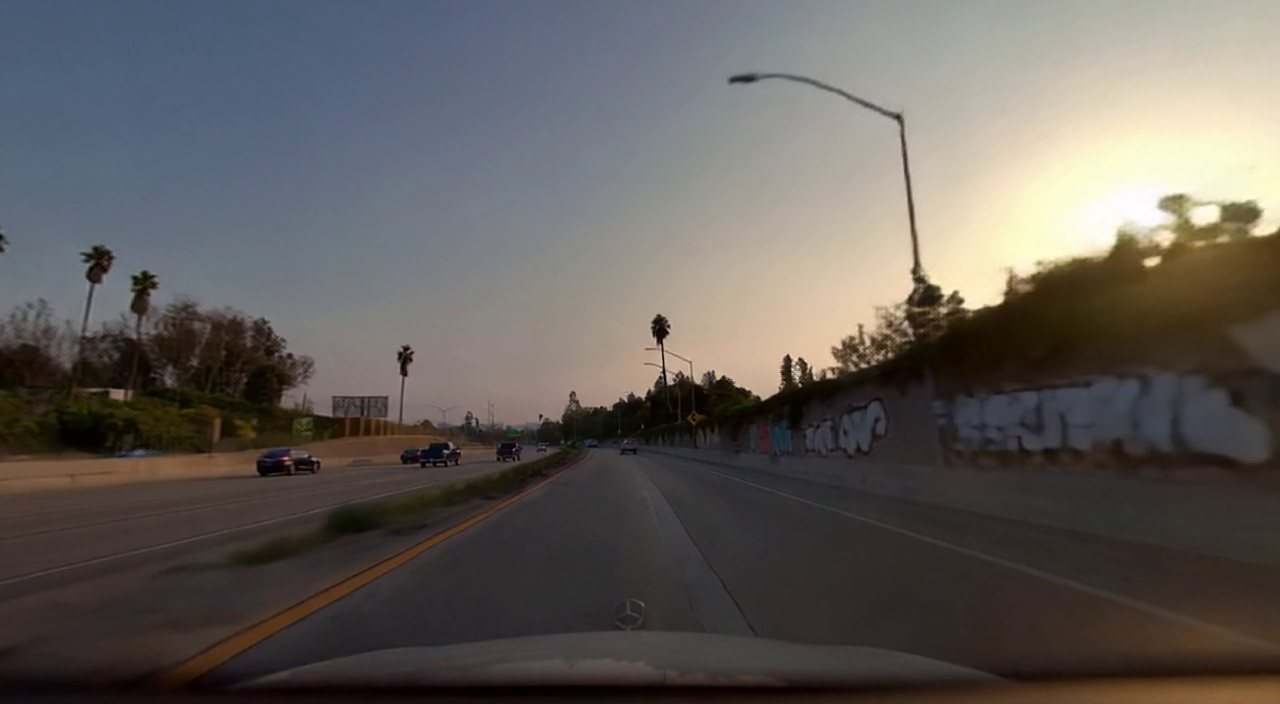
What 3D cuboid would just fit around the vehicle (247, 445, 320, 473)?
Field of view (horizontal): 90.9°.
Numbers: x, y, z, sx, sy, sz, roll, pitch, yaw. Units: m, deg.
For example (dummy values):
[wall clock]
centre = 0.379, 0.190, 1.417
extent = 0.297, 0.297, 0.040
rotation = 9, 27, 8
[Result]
[vehicle]
centre = -24.278, 7.270, 43.254
extent = 2.158, 1.795, 5.013
rotation = 0, -9, -1
